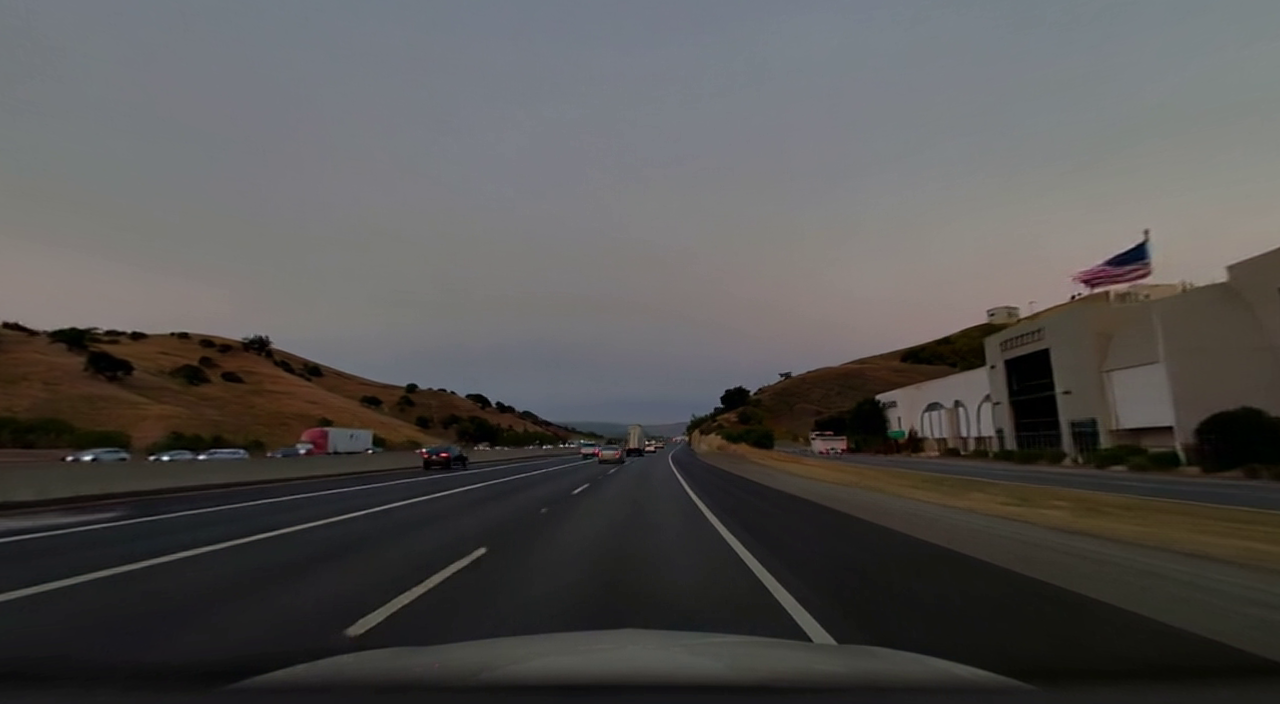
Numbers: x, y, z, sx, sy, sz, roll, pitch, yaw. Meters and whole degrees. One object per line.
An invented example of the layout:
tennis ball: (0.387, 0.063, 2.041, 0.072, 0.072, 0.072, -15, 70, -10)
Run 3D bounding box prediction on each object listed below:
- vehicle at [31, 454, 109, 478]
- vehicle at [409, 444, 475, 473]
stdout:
vehicle: (-37.784, 7.557, 41.897, 1.607, 1.413, 3.677, -1, -8, 3)
vehicle: (-10.517, 5.682, 33.853, 1.927, 1.454, 4.395, -1, -8, 3)
